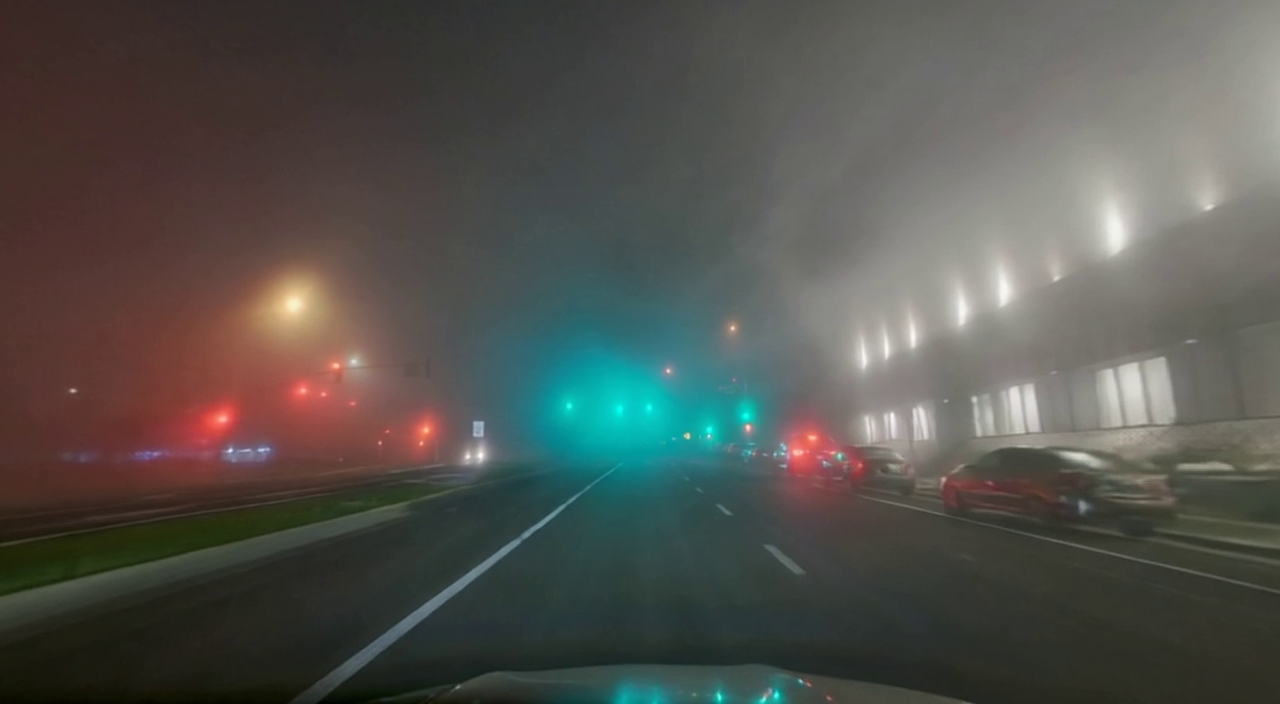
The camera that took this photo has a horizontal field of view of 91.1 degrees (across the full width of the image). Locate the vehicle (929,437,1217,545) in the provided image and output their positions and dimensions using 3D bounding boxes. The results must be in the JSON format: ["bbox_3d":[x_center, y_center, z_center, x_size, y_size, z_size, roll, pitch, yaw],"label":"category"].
[{"bbox_3d":[6.968,2.247,10.857,1.864,1.466,4.352,0,-9,0],"label":"vehicle"}]

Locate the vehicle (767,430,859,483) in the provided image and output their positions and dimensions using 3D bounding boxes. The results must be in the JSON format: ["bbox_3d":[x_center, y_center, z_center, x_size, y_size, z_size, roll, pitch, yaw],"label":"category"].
[{"bbox_3d":[6.719,4.147,25.072,2.169,1.876,4.931,0,-9,-1],"label":"vehicle"}]

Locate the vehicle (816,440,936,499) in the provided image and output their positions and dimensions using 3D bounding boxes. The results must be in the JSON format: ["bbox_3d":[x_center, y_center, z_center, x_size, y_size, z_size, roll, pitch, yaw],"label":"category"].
[{"bbox_3d":[6.796,3.415,18.664,1.863,1.512,4.525,0,-9,1],"label":"vehicle"}]
